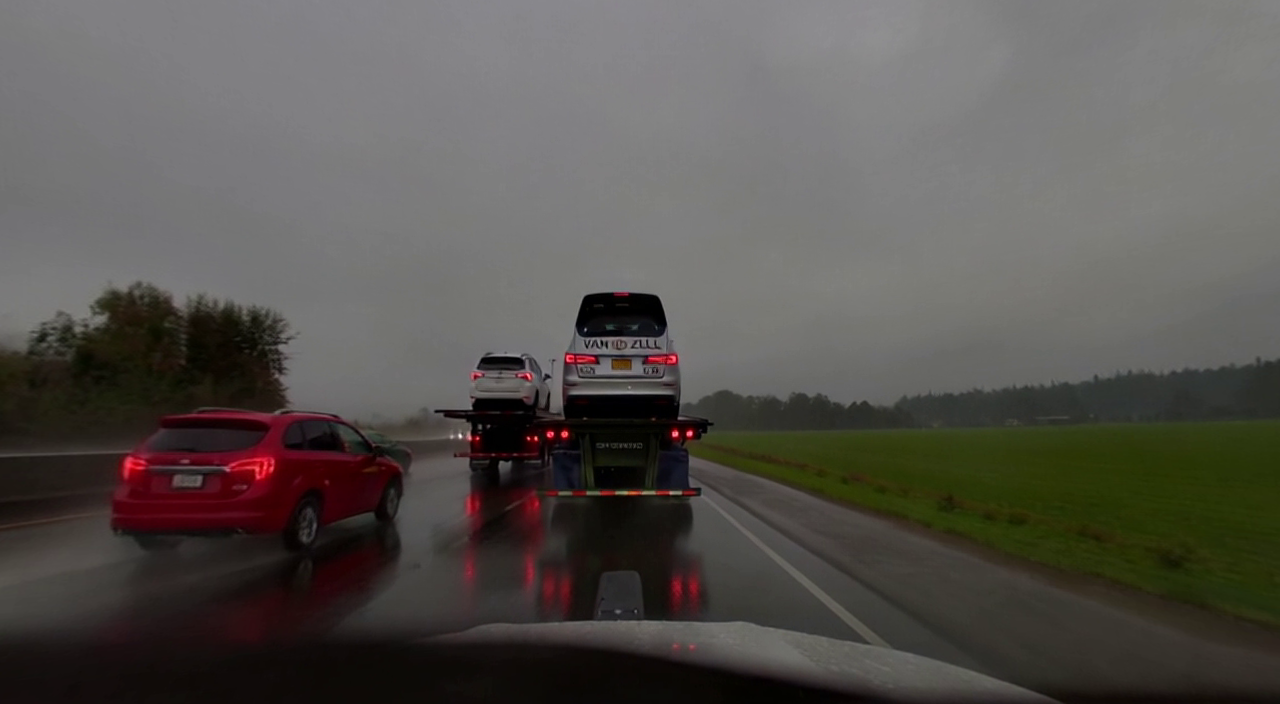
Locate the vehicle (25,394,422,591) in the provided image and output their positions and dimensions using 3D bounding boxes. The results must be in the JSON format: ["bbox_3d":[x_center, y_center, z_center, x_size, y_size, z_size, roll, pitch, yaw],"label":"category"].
[{"bbox_3d":[-4.335,1.484,7.636,1.914,1.675,4.331,0,-7,-2],"label":"vehicle"}]

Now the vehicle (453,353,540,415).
[{"bbox_3d":[-4.787,1.215,21.793,2.118,1.799,4.591,0,-7,-3],"label":"vehicle"}]

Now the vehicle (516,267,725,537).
[{"bbox_3d":[-0.387,1.221,13.067,2.738,3.628,9.223,0,-7,-2],"label":"vehicle"}]
